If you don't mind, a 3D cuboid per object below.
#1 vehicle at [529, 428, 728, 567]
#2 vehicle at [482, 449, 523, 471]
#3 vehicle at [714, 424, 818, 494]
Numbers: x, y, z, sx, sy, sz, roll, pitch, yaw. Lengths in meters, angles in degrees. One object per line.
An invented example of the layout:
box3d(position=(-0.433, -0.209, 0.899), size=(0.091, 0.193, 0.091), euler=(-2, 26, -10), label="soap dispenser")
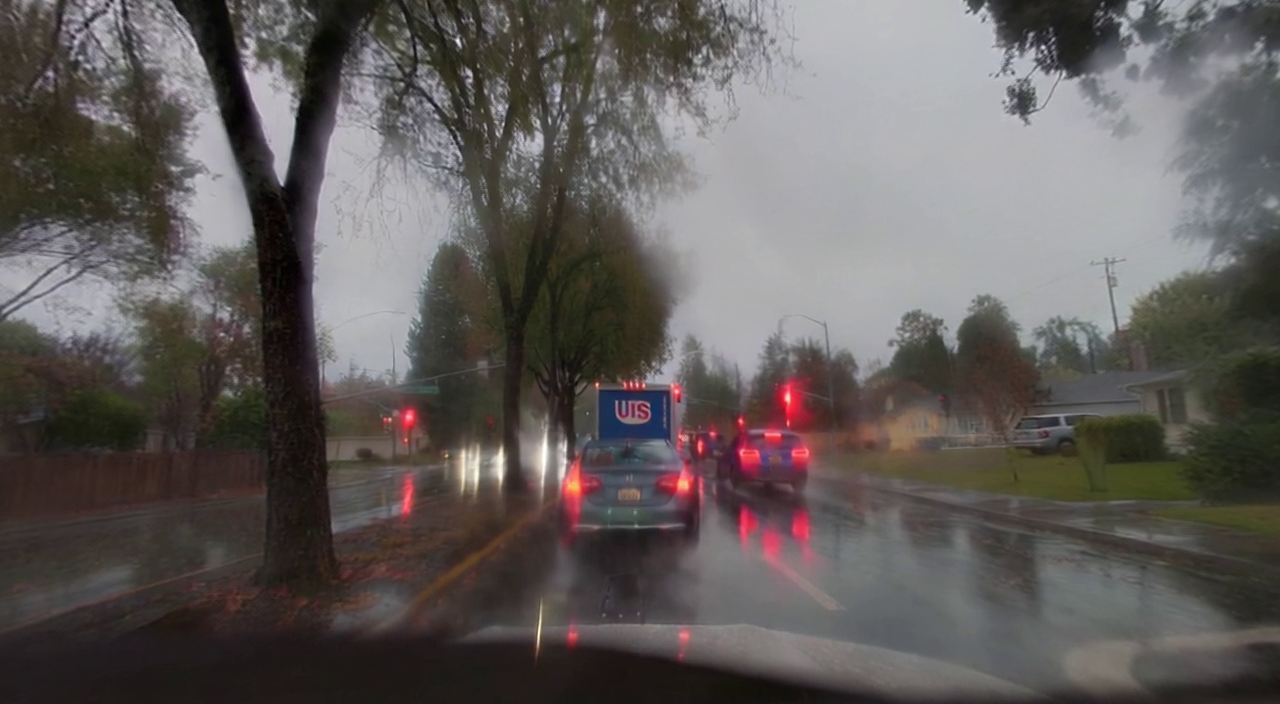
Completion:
box3d(position=(-0.159, 1.887, 8.979), size=(2.135, 1.483, 4.207), euler=(0, -8, -1), label="vehicle")
box3d(position=(-9.776, 7.691, 45.287), size=(1.950, 1.467, 4.270), euler=(0, -8, 1), label="vehicle")
box3d(position=(3.625, 3.194, 19.125), size=(2.145, 1.847, 4.524), euler=(0, -8, -1), label="vehicle")
